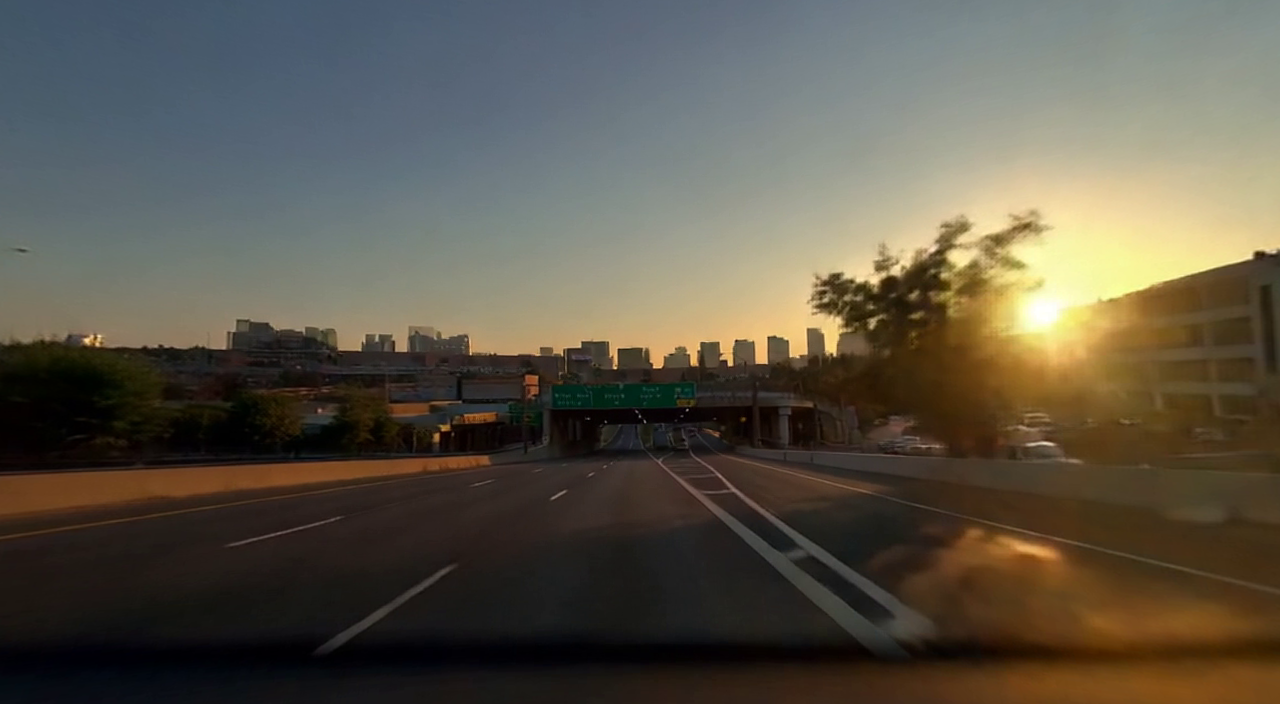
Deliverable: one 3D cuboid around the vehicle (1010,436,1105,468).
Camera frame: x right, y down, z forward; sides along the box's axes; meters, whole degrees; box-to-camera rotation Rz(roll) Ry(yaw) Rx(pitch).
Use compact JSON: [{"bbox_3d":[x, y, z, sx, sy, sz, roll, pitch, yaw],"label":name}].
[{"bbox_3d":[32.325,7.766,49.301,2.715,2.214,6.889,1,-8,0],"label":"vehicle"}]
